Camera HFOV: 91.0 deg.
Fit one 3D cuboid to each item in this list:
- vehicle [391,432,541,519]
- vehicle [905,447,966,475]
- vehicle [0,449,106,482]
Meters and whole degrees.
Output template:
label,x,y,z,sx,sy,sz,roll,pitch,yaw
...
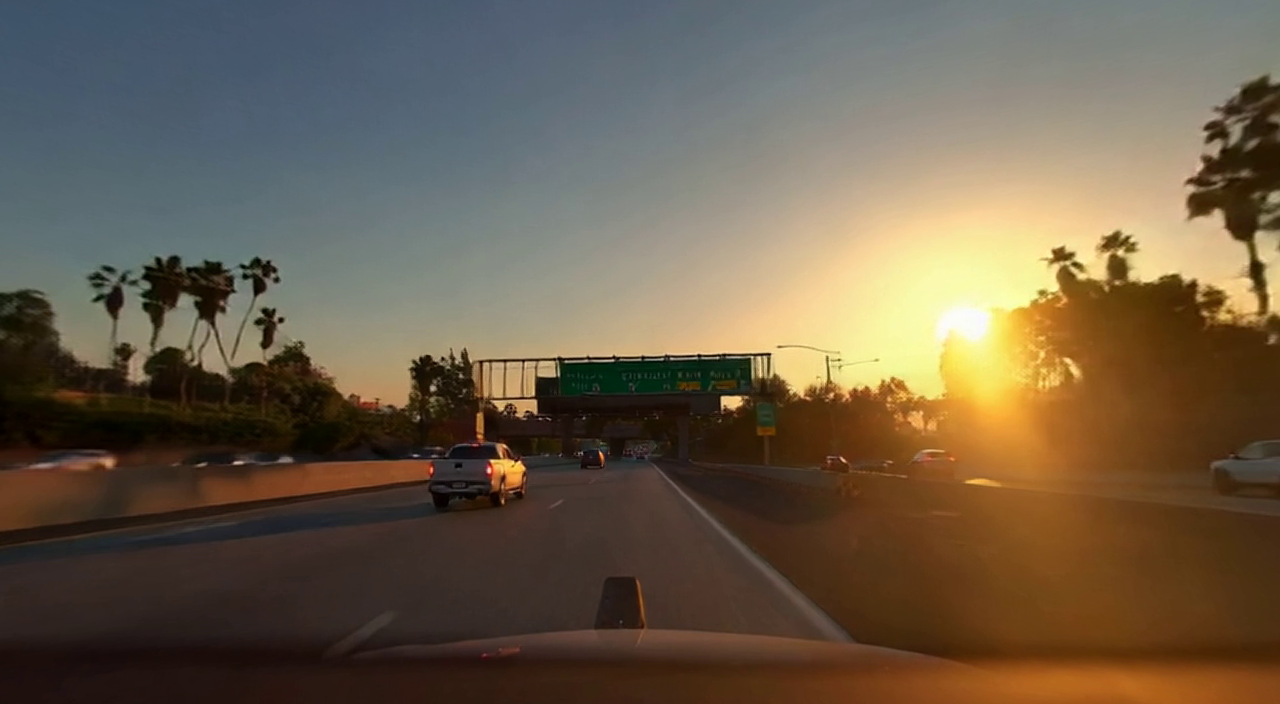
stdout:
label,x,y,z,sx,sy,sz,roll,pitch,yaw
vehicle,-3.910,2.865,15.213,2.162,1.747,4.791,0,-9,1
vehicle,20.329,7.504,43.542,2.033,1.794,5.116,-1,-9,4
vehicle,-32.205,6.156,34.476,1.786,1.680,4.588,0,-9,2
